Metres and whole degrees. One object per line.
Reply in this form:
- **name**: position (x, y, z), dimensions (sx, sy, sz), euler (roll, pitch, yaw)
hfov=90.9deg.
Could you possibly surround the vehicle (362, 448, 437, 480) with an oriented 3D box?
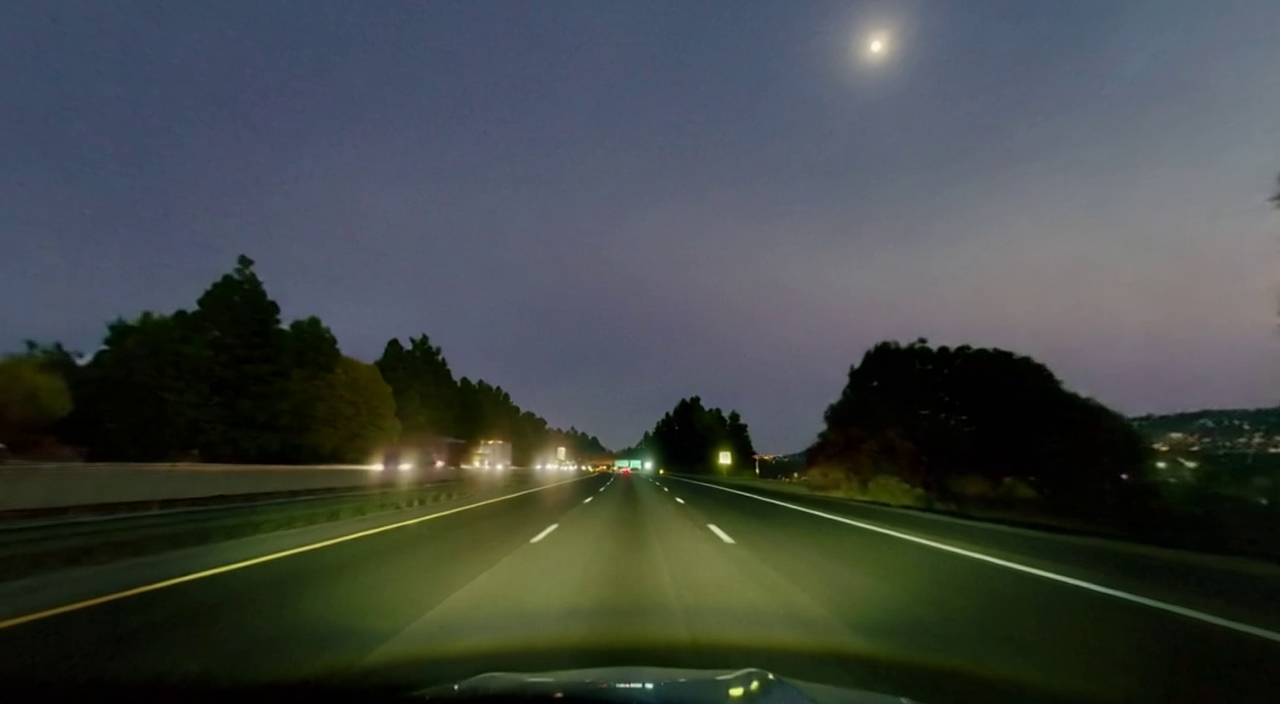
- **vehicle**: position (-12.301, 5.812, 32.561), dimensions (1.997, 1.514, 4.668), euler (1, -10, 0)
